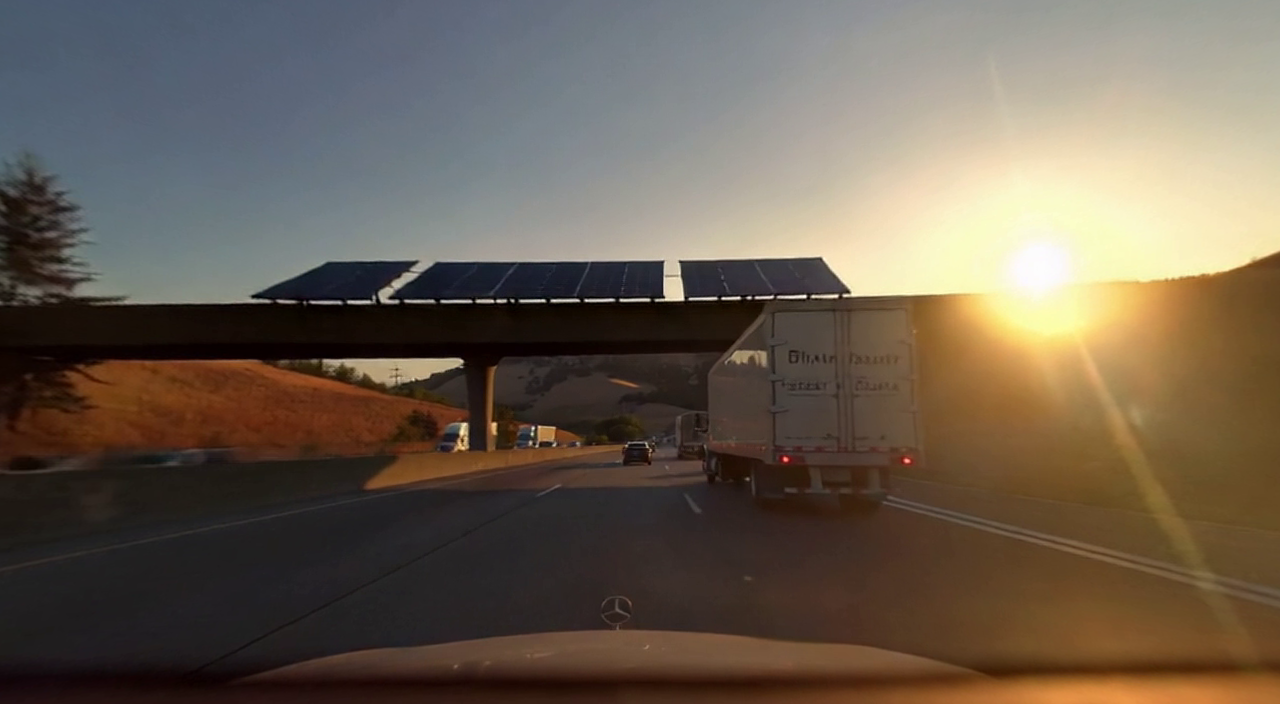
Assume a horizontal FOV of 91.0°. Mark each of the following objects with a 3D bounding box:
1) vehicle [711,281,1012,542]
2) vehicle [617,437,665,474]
[{"bbox_3d":[3.592,1.486,13.770,2.967,3.633,10.015,0,-8,0],"label":"vehicle"},{"bbox_3d":[0.090,4.800,29.507,2.066,1.581,4.268,0,-8,1],"label":"vehicle"}]
